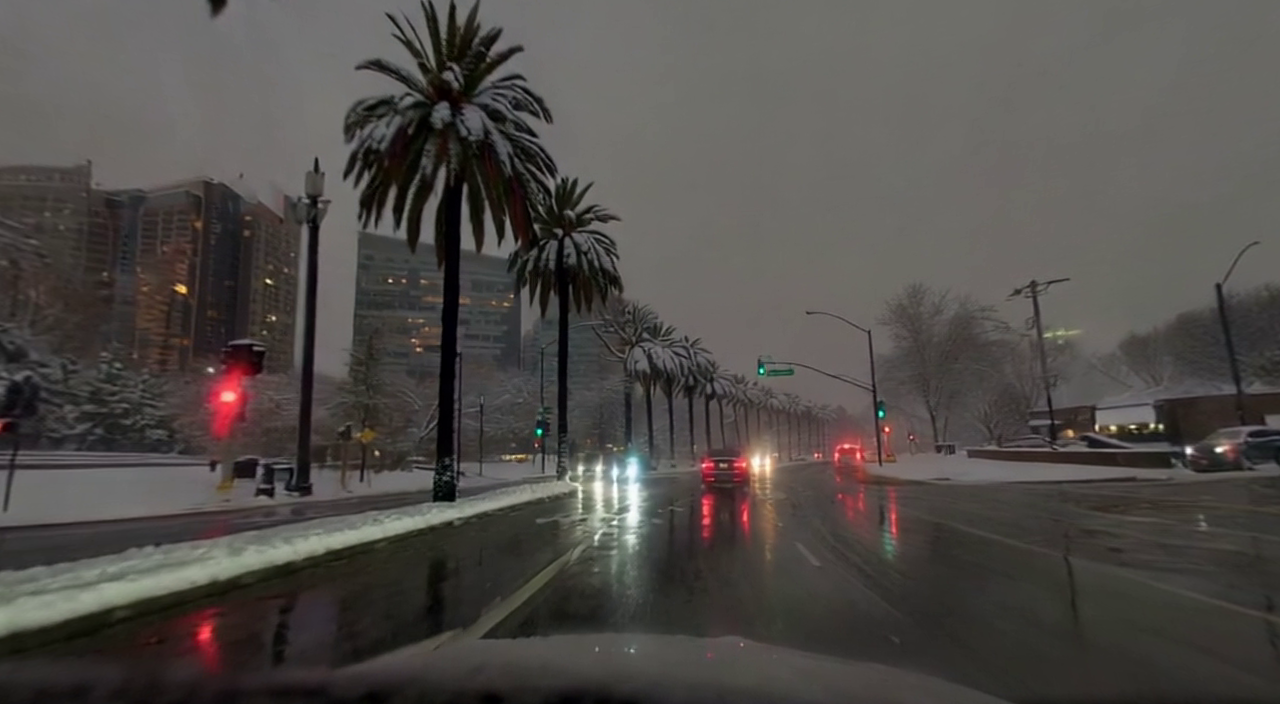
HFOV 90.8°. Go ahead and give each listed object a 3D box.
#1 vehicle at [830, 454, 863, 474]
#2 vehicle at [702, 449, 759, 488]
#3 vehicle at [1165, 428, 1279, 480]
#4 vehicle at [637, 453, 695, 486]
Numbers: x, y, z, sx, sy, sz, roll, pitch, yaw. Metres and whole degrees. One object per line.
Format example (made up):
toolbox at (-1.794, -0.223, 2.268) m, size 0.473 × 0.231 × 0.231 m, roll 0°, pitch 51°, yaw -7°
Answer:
vehicle at (15.826, 8.571, 48.514) m, size 1.983 × 1.457 × 4.220 m, roll -2°, pitch -9°, yaw 13°
vehicle at (3.979, 4.975, 27.345) m, size 2.096 × 1.492 × 4.071 m, roll -2°, pitch -9°, yaw 12°
vehicle at (23.797, 3.983, 24.778) m, size 5.049 × 1.861 × 2.081 m, roll 2°, pitch -9°, yaw -12°
vehicle at (1.332, 5.609, 30.510) m, size 2.048 × 1.418 × 4.177 m, roll -2°, pitch -9°, yaw 13°
